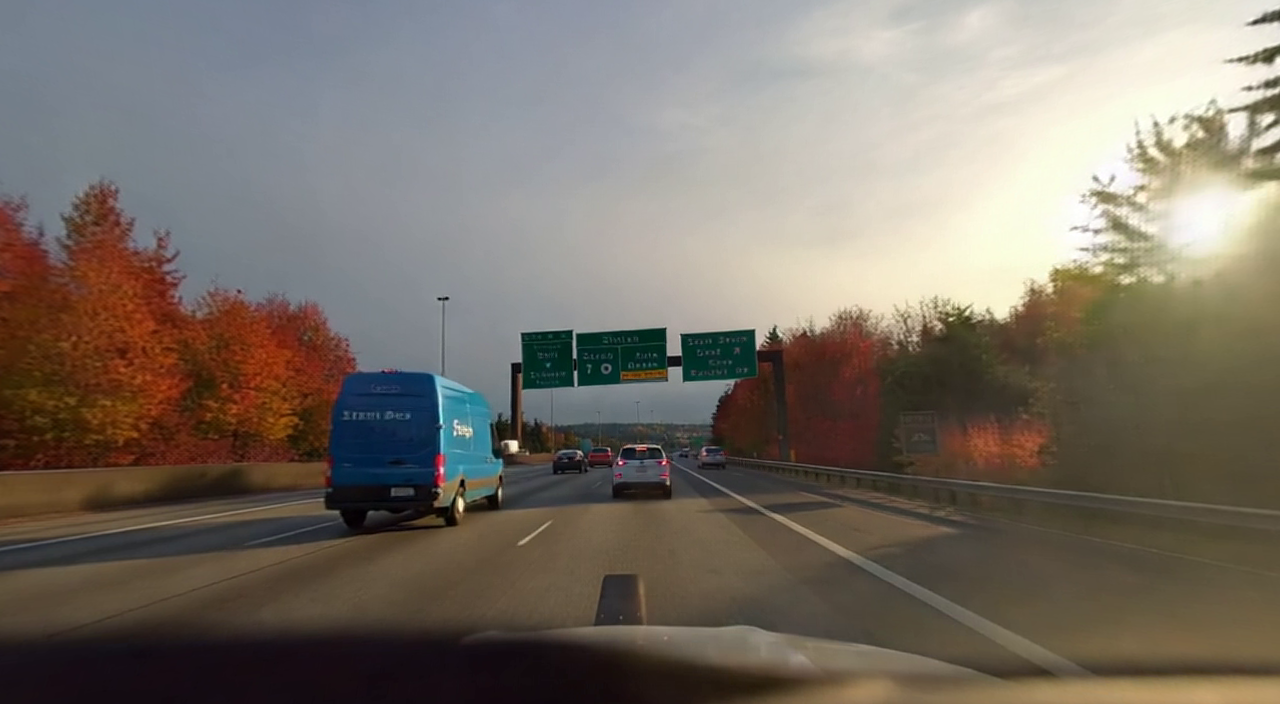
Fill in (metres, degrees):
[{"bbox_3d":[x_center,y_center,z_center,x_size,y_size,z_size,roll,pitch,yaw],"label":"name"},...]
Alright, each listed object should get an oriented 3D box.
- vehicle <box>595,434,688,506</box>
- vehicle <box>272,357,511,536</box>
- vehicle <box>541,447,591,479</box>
[{"bbox_3d":[0.050,3.092,16.841,2.195,1.679,4.070,0,-9,1],"label":"vehicle"},{"bbox_3d":[-4.337,1.853,12.408,2.275,2.692,5.810,0,-9,0],"label":"vehicle"},{"bbox_3d":[-3.700,5.608,32.043,2.015,1.496,4.312,0,-9,1],"label":"vehicle"}]
